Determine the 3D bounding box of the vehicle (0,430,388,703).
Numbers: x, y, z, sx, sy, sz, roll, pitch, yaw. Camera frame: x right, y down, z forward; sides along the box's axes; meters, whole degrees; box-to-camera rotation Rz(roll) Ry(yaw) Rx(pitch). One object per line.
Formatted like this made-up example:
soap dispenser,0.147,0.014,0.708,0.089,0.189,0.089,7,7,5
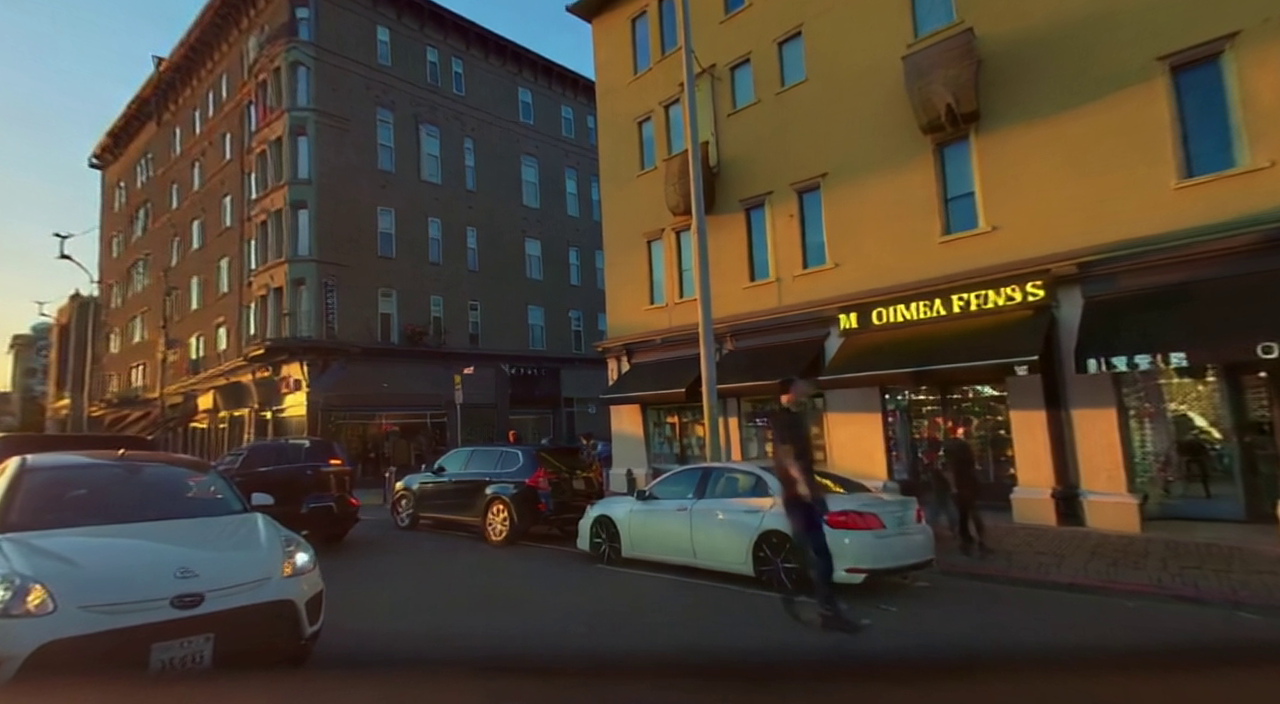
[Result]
vehicle,-3.650,1.310,4.255,4.330,1.458,1.932,-8,-12,43

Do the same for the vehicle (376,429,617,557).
vehicle,-2.733,2.394,11.495,4.580,1.853,1.862,-7,-11,40

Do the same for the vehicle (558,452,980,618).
vehicle,1.321,1.993,7.919,4.830,1.421,1.826,-7,-11,39
